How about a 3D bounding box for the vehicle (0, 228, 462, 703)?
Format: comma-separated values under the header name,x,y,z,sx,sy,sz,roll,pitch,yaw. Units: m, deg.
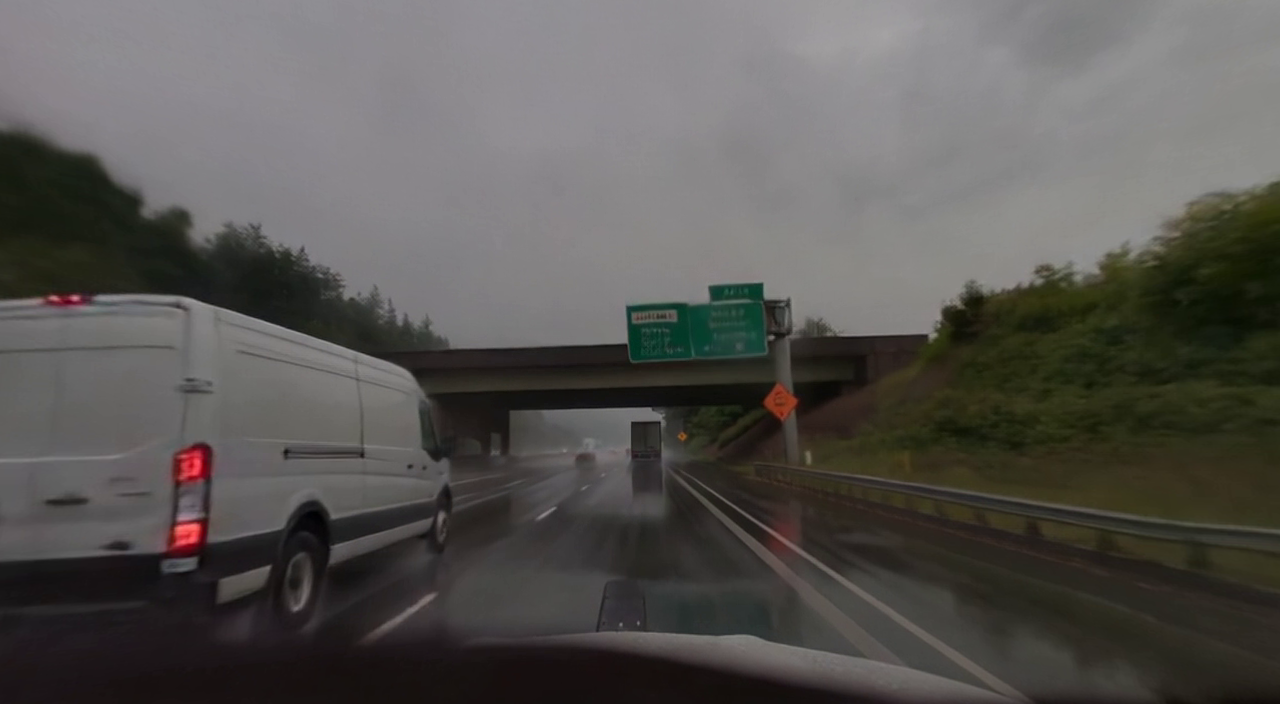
name,x,y,z,sx,sy,sz,roll,pitch,yaw
vehicle,-3.911,1.078,6.339,2.504,2.694,5.934,0,-9,0
